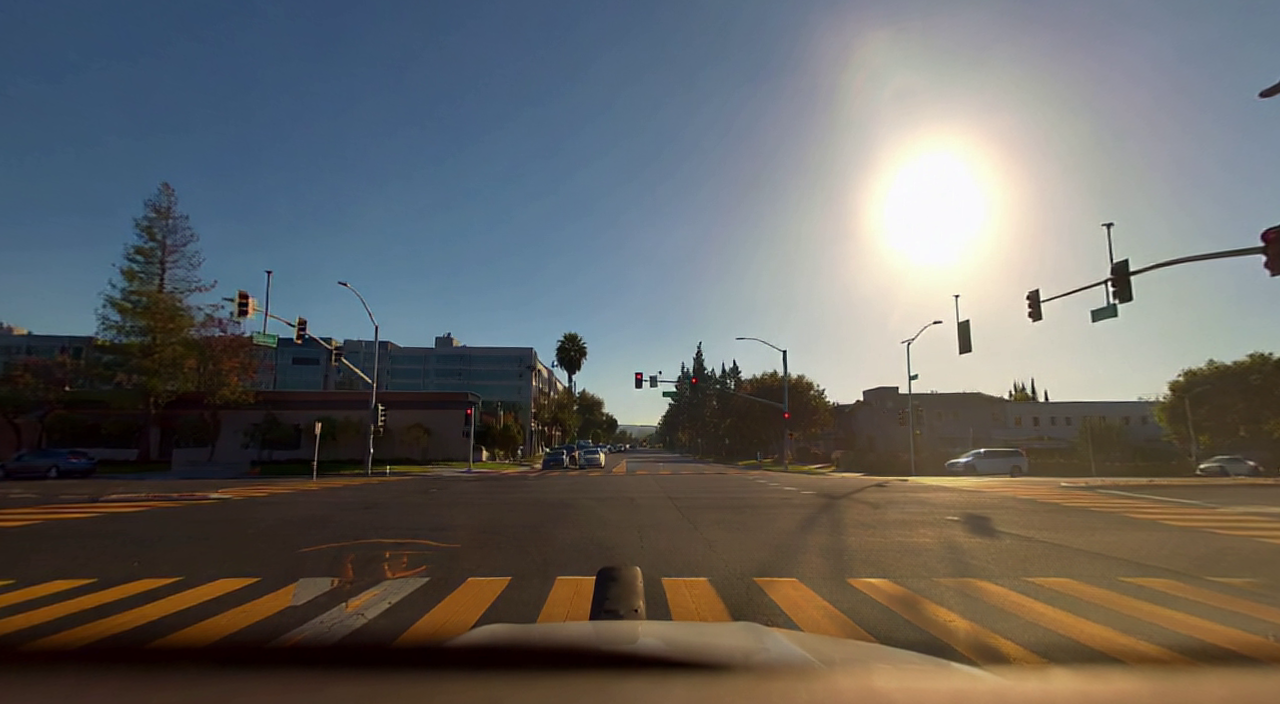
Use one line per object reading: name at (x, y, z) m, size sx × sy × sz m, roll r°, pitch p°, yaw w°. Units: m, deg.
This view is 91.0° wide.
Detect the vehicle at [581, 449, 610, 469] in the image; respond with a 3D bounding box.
vehicle at (-3.423, 8.353, 49.194) m, size 1.908 × 1.441 × 4.142 m, roll 0°, pitch -8°, yaw 1°

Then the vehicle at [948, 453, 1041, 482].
vehicle at (21.118, 6.870, 37.576) m, size 4.447 × 1.623 × 1.801 m, roll 0°, pitch -9°, yaw -3°

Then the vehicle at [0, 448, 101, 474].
vehicle at (-35.116, 6.419, 37.201) m, size 4.741 × 1.447 × 1.807 m, roll 0°, pitch -9°, yaw 0°

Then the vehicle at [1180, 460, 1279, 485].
vehicle at (36.239, 7.307, 38.278) m, size 4.976 × 1.428 × 1.929 m, roll 0°, pitch -8°, yaw -2°
